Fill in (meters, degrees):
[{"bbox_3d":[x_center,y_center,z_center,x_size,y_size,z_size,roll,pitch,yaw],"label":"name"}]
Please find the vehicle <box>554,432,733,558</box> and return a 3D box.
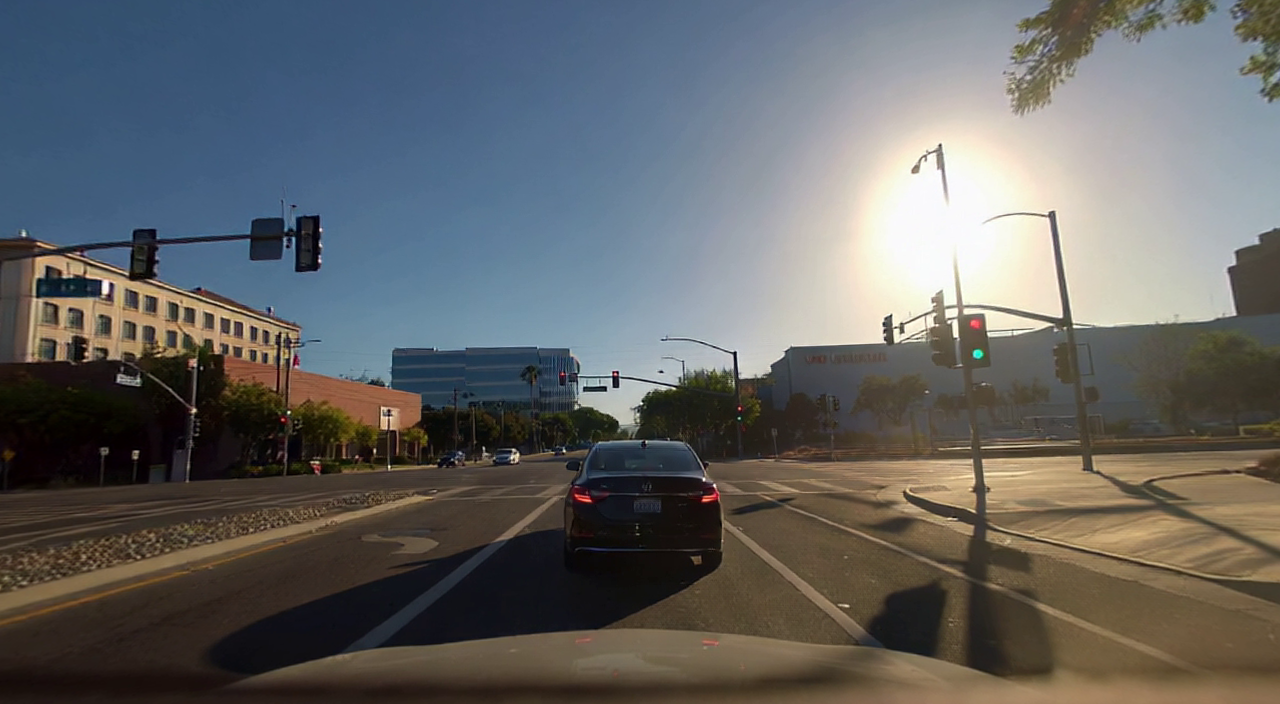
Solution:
[{"bbox_3d":[0.016,1.993,9.516,2.107,1.470,3.974,0,-9,-1],"label":"vehicle"}]
